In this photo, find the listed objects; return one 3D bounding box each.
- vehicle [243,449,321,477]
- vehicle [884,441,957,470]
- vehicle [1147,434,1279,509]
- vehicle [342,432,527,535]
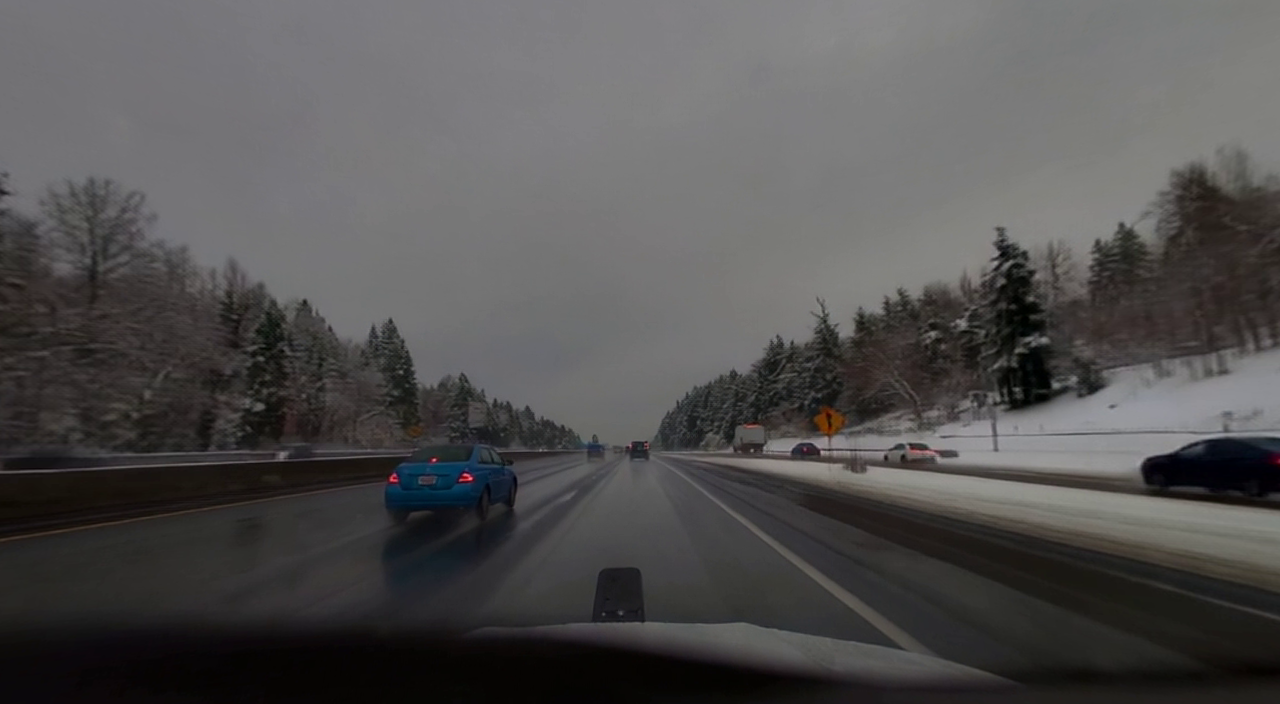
[{"bbox_3d":[-20.770,6.418,36.918,1.869,1.522,4.536,0,-9,0],"label":"vehicle"},{"bbox_3d":[15.107,5.606,34.342,1.873,1.463,4.937,0,-9,2],"label":"vehicle"},{"bbox_3d":[13.946,2.557,13.716,1.940,1.496,4.992,-1,-9,4],"label":"vehicle"},{"bbox_3d":[-3.508,2.318,11.735,2.020,1.554,4.137,0,-9,0],"label":"vehicle"}]
